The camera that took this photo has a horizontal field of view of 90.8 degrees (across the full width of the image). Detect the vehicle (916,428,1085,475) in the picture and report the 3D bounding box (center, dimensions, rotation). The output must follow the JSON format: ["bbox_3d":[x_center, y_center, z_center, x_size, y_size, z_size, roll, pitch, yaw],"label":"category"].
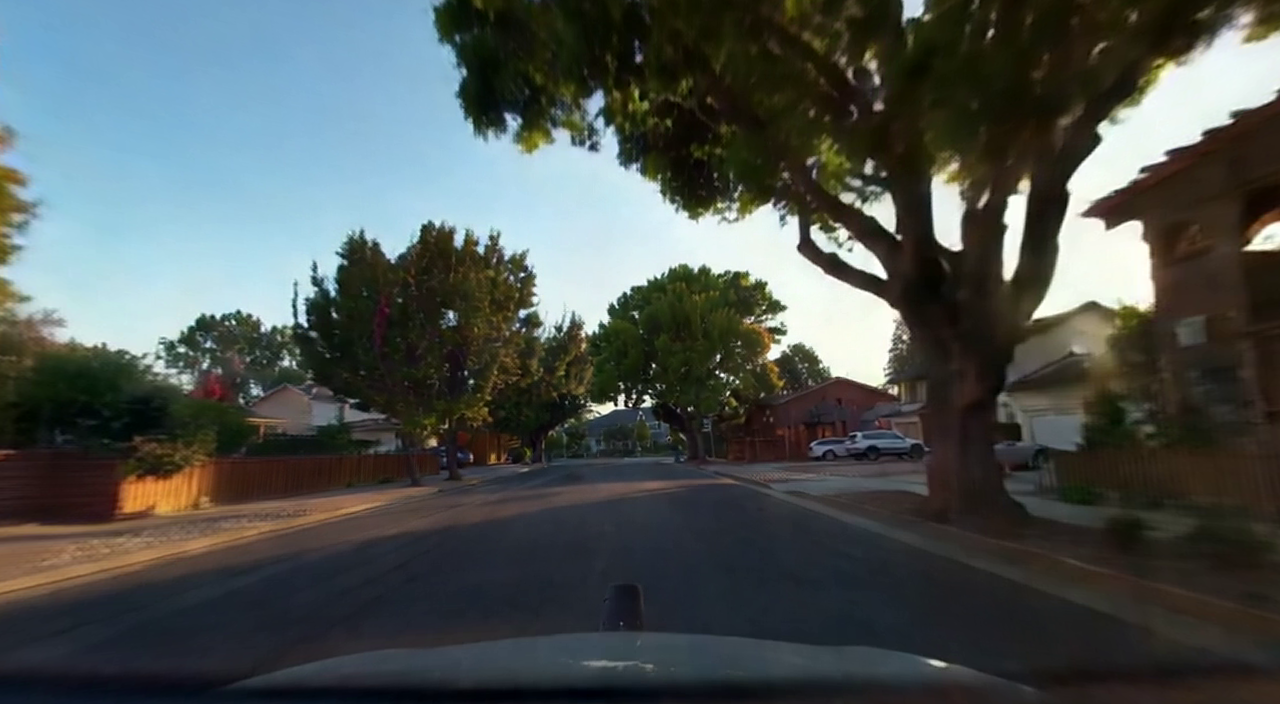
[{"bbox_3d":[11.748,3.261,20.822,4.415,1.457,1.797,0,-9,1],"label":"vehicle"}]

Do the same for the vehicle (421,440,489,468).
[{"bbox_3d":[-12.744,6.973,43.350,4.656,1.835,2.039,-7,-11,37],"label":"vehicle"}]

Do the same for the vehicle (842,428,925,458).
[{"bbox_3d":[14.258,5.379,37.217,4.261,1.725,1.955,-2,-9,13],"label":"vehicle"}]
